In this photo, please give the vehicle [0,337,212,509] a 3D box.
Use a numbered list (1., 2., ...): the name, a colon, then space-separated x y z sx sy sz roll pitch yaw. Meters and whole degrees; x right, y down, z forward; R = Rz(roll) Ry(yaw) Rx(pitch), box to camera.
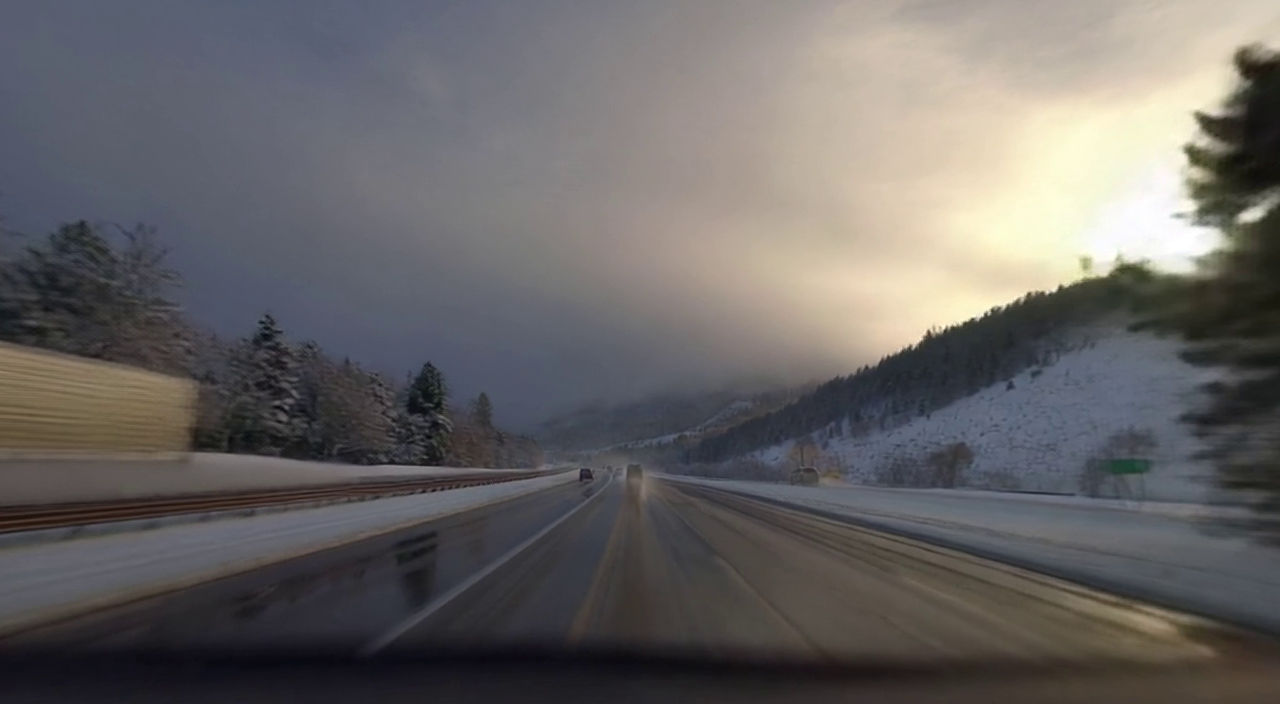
1. vehicle: -16.891 1.755 15.419 3.181 4.029 14.087 1 -11 -1
